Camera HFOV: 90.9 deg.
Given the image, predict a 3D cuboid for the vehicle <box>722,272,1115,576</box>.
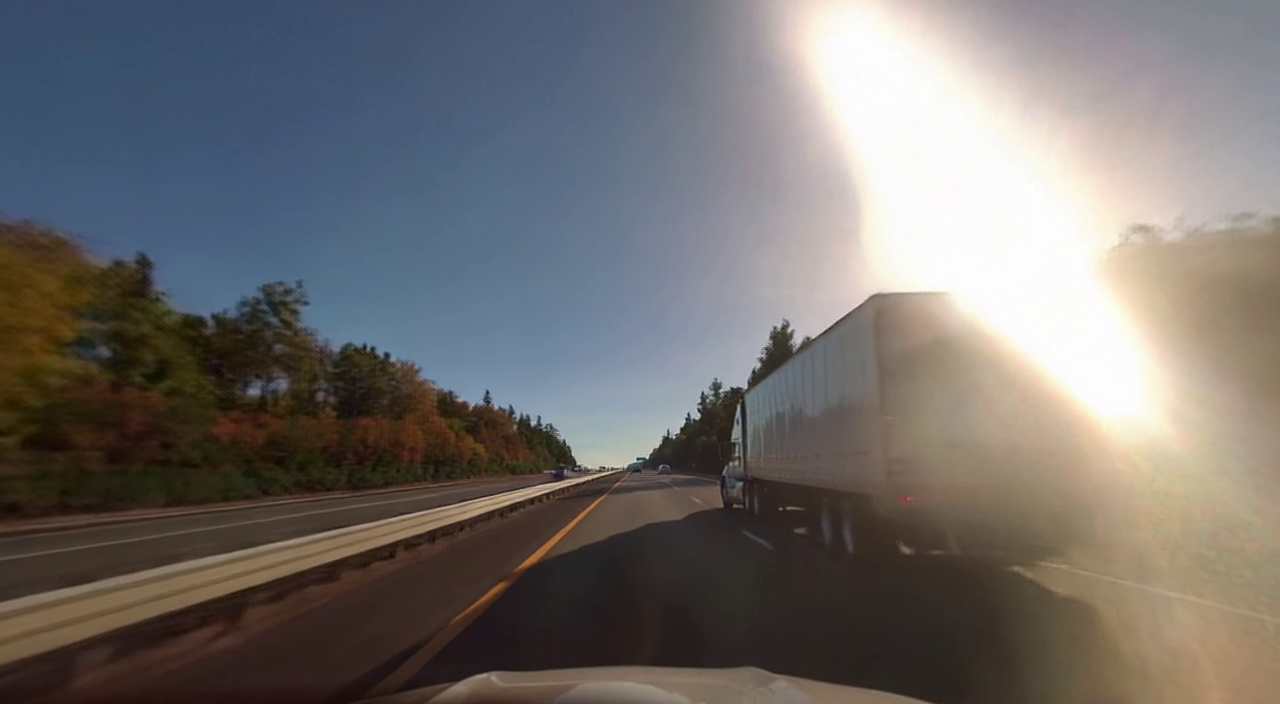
[{"bbox_3d":[4.547,2.107,15.161,3.204,4.102,13.306,1,-10,-1],"label":"vehicle"}]
